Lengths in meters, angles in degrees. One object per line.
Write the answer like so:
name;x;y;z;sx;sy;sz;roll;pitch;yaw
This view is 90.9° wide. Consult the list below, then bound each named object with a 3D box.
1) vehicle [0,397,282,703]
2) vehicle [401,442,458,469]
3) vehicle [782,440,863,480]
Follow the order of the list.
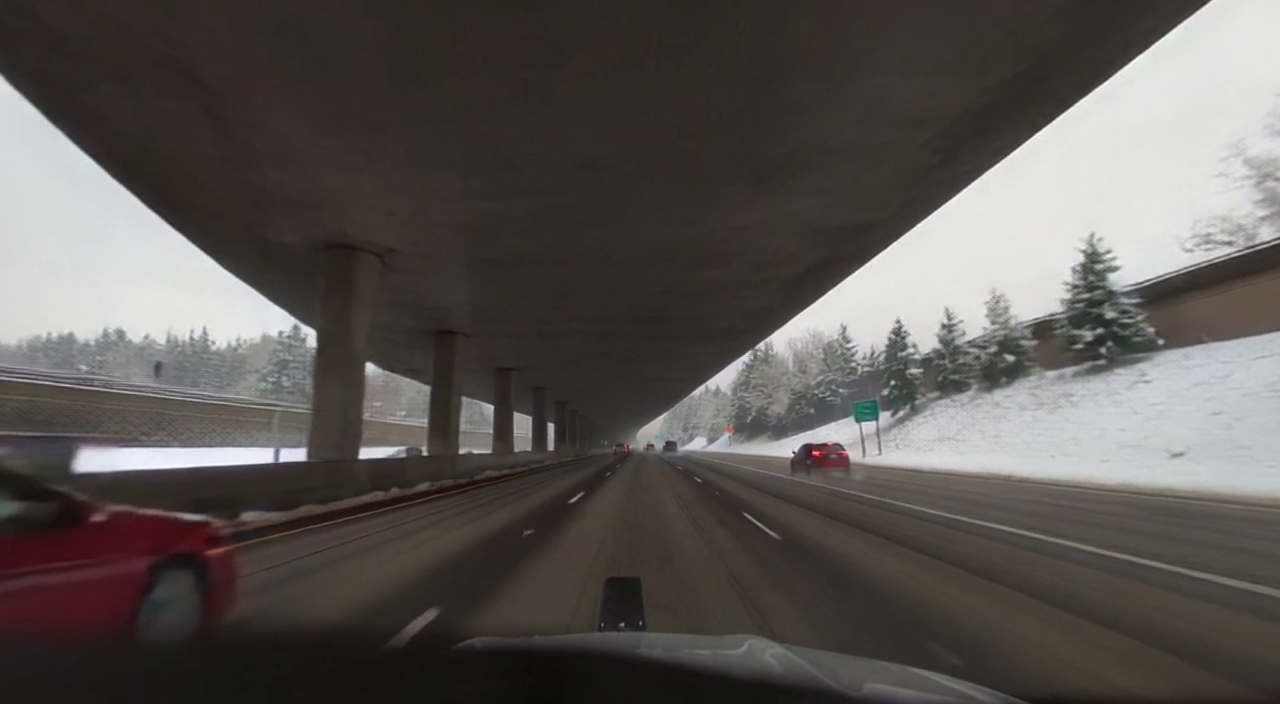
vehicle;-3.799;0.909;2.292;2.085;1.533;4.861;0;-8;1
vehicle;-13.028;6.404;39.276;1.969;1.582;4.223;0;-8;2
vehicle;7.373;4.403;25.977;1.914;1.465;4.574;0;-8;0
